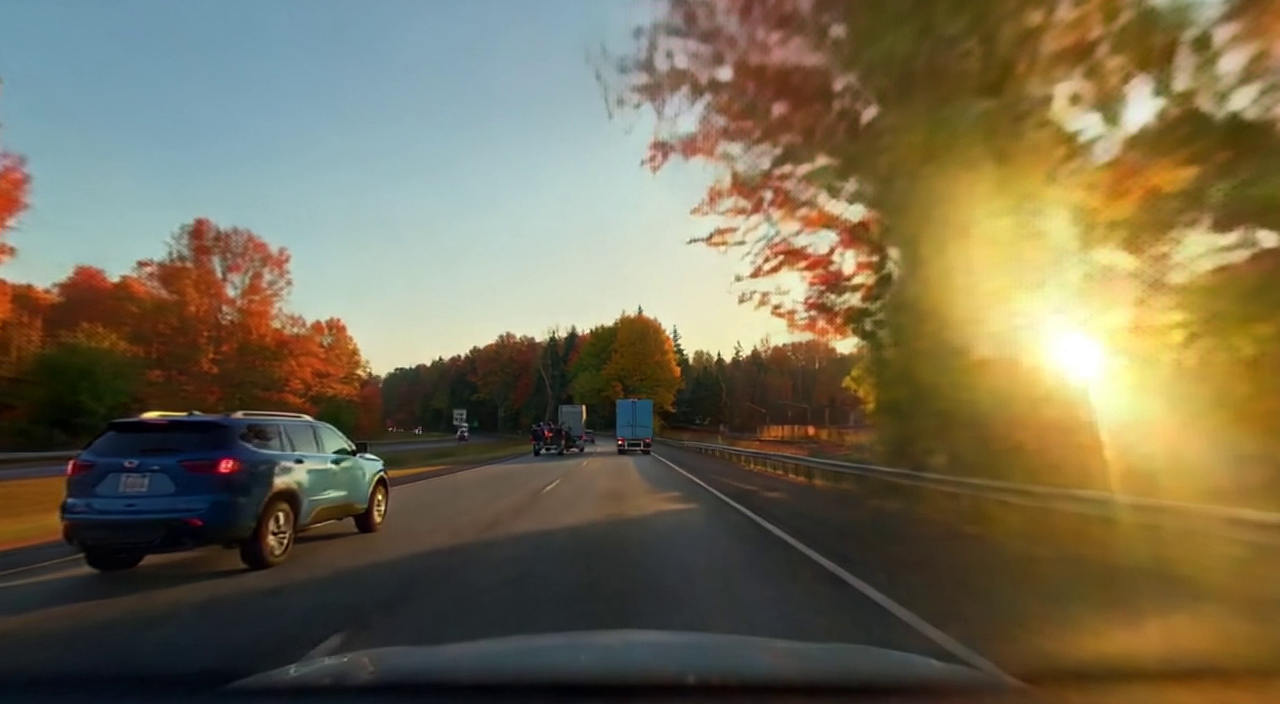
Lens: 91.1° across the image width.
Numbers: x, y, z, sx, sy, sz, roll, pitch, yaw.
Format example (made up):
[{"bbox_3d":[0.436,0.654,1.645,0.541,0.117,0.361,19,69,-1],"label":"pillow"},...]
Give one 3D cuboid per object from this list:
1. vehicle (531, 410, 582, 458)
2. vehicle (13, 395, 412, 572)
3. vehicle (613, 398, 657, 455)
[{"bbox_3d":[-5.006,5.025,38.445,2.383,2.726,5.677,0,-8,-1],"label":"vehicle"},{"bbox_3d":[-4.887,1.549,8.275,2.089,1.669,4.515,0,-8,-1],"label":"vehicle"},{"bbox_3d":[-0.506,5.781,48.459,3.078,3.955,8.774,0,-8,-2],"label":"vehicle"}]
